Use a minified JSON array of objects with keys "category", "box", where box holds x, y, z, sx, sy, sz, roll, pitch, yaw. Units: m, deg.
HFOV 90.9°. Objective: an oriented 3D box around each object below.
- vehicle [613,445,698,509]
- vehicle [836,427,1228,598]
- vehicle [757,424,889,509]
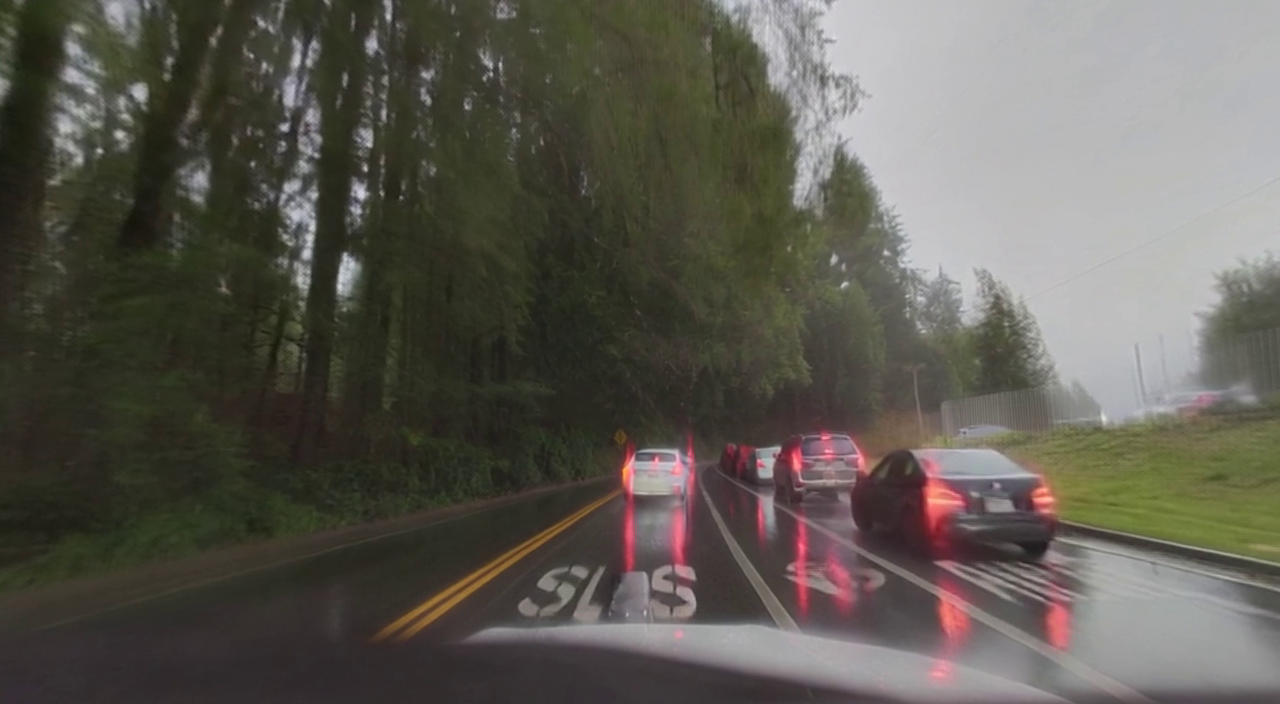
[{"category":"vehicle","box":[0.440,3.349,17.442,2.078,1.521,4.058,0,-8,2]},{"category":"vehicle","box":[4.168,1.757,7.965,1.992,1.469,4.823,0,-8,2]},{"category":"vehicle","box":[4.405,2.834,16.075,2.066,1.804,4.751,0,-8,2]}]
